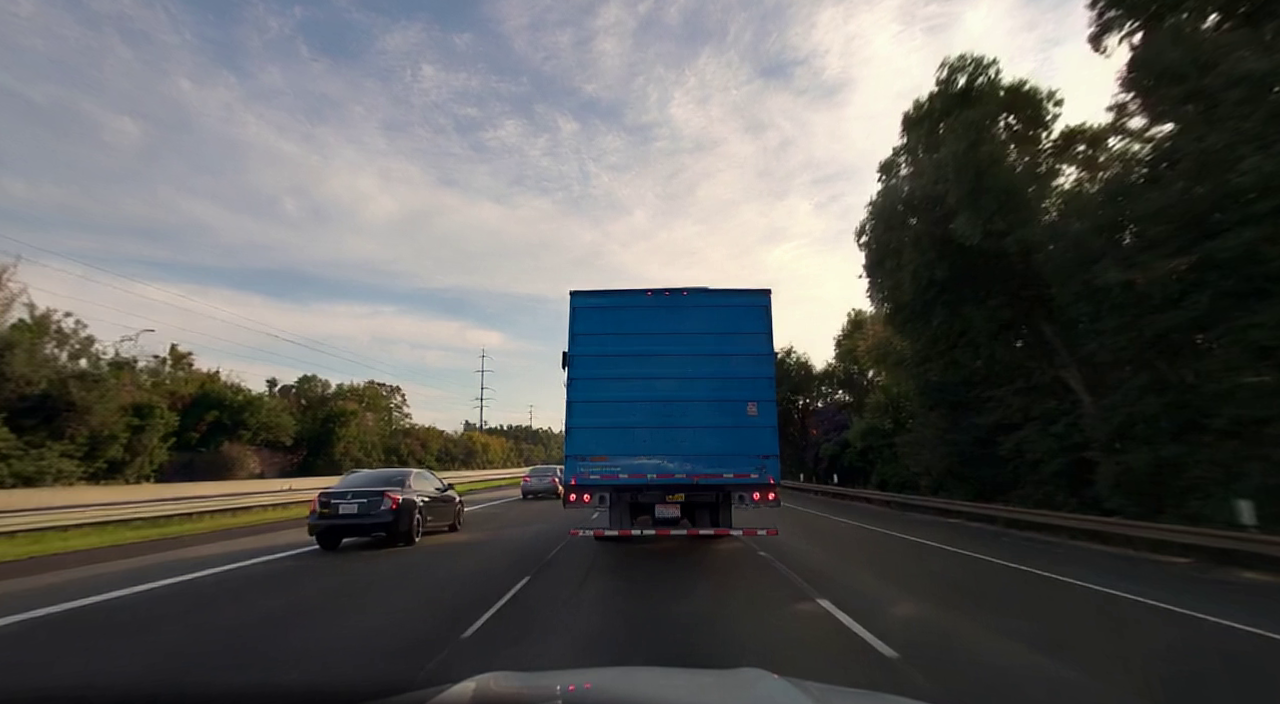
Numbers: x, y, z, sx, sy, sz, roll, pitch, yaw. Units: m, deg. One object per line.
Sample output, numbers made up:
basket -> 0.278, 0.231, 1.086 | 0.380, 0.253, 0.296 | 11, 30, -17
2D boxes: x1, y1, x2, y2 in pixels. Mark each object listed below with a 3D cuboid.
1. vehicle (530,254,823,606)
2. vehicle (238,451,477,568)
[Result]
vehicle -> 0.543, 1.492, 10.685 | 2.831, 3.529, 8.689 | 0, -11, 3
vehicle -> -4.258, 2.467, 10.472 | 1.891, 1.469, 4.431 | 1, -11, 0
